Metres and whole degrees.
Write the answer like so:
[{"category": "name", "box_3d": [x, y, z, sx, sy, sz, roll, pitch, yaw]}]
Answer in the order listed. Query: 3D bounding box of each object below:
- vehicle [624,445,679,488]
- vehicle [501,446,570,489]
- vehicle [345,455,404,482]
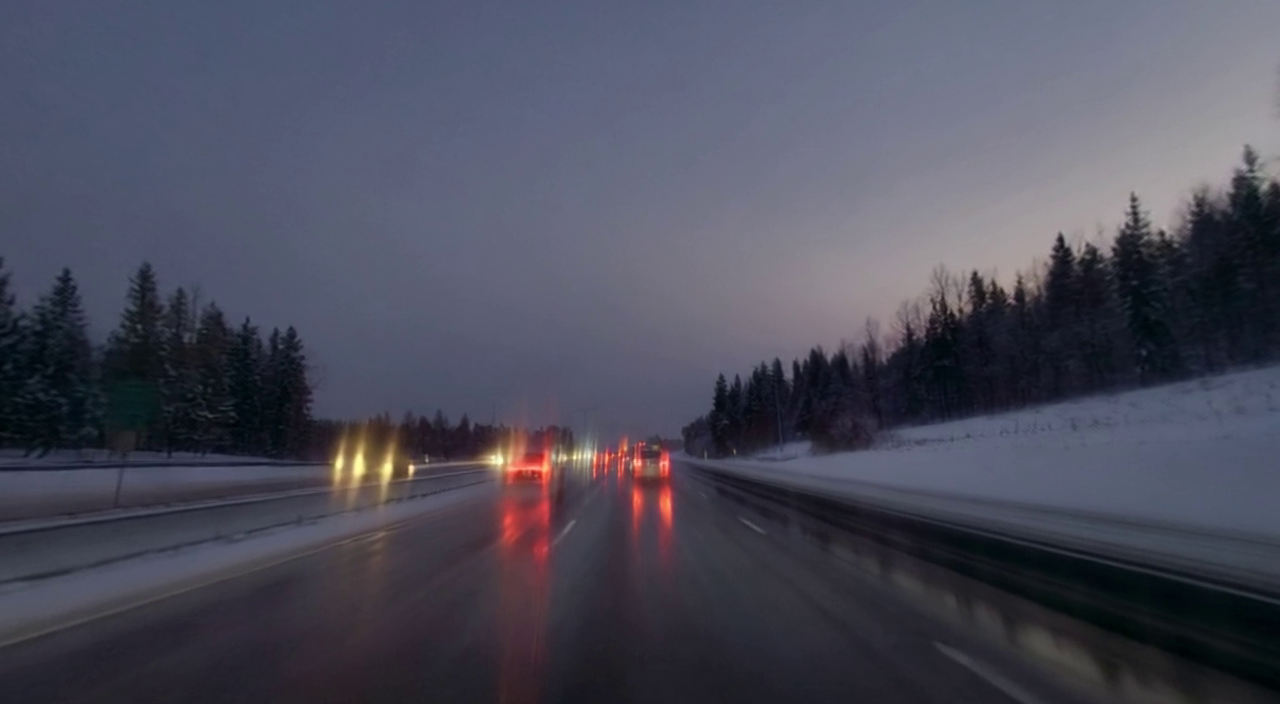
[{"category": "vehicle", "box_3d": [0.398, 4.546, 25.161, 2.015, 1.526, 4.286, 0, -9, -1]}, {"category": "vehicle", "box_3d": [-4.020, 4.522, 24.847, 1.940, 1.502, 4.463, -1, -9, 1]}, {"category": "vehicle", "box_3d": [-16.852, 7.378, 39.954, 1.874, 1.538, 4.116, -1, -9, 1]}]
